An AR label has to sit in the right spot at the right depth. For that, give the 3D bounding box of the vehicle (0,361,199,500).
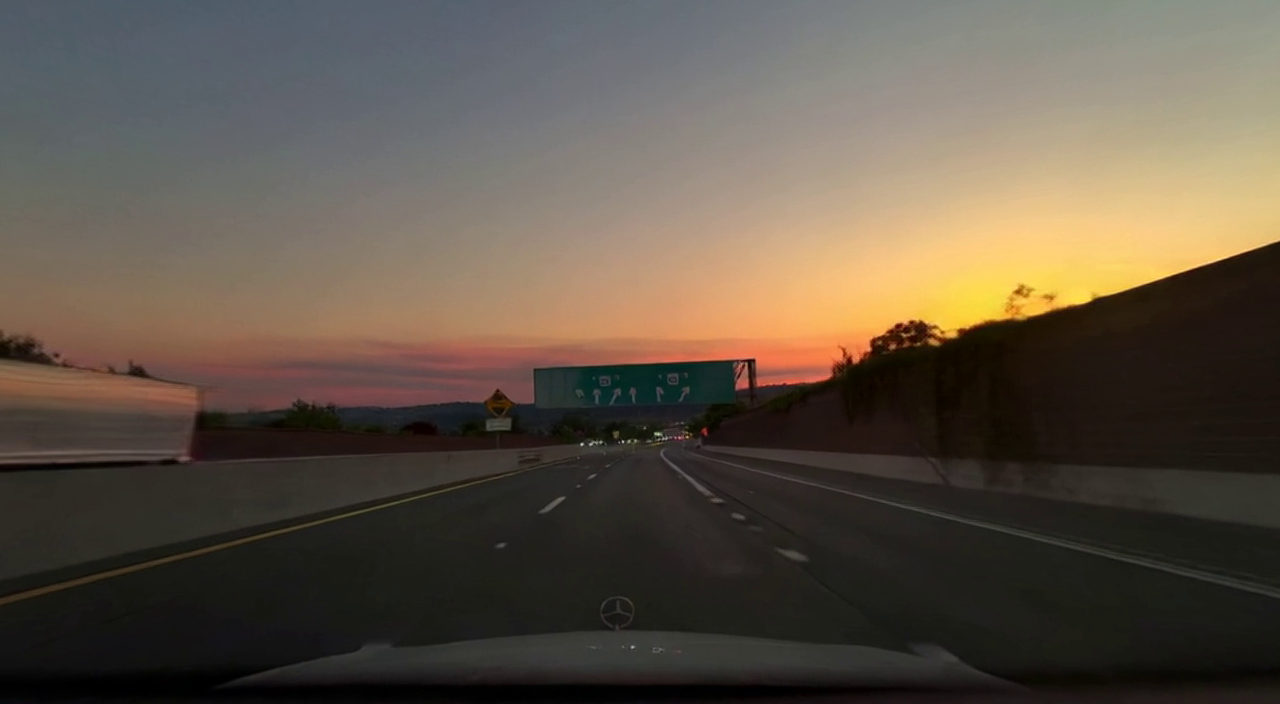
[{"bbox_3d":[-20.510,2.541,20.034,2.876,4.105,13.996,-1,-8,0],"label":"vehicle"}]
